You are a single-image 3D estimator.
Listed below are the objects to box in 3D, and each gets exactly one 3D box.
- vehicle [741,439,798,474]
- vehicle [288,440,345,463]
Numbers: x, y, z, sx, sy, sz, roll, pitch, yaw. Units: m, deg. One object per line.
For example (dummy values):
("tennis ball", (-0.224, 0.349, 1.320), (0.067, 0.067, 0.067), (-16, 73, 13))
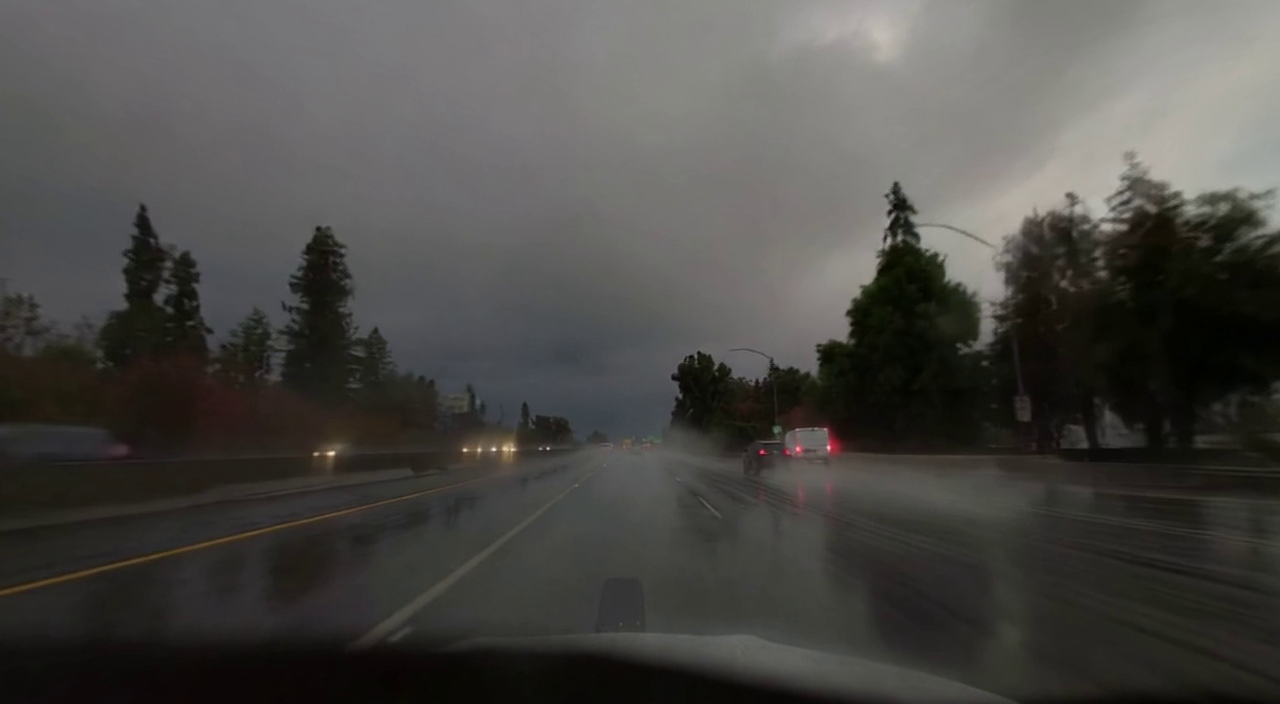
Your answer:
("vehicle", (6.789, 5.533, 33.519), (2.081, 1.705, 3.926), (0, -9, -1))
("vehicle", (-25.248, 7.823, 49.541), (1.928, 1.692, 4.781), (0, -9, 0))
